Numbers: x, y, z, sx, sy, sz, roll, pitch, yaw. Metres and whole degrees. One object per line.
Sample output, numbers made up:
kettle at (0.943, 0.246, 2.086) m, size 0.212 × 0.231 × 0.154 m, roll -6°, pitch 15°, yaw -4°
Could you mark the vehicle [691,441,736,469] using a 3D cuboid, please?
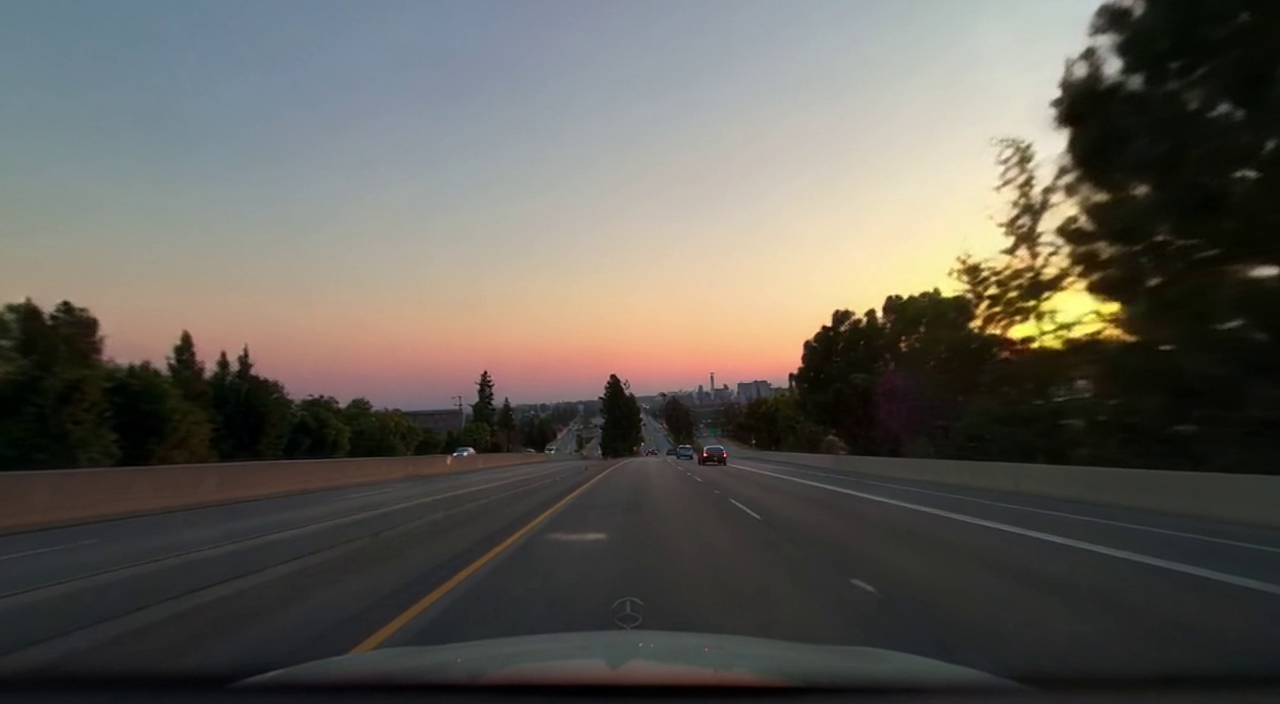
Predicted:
vehicle at (4.223, 6.004, 36.836) m, size 2.062 × 1.518 × 4.026 m, roll 0°, pitch -8°, yaw -1°
